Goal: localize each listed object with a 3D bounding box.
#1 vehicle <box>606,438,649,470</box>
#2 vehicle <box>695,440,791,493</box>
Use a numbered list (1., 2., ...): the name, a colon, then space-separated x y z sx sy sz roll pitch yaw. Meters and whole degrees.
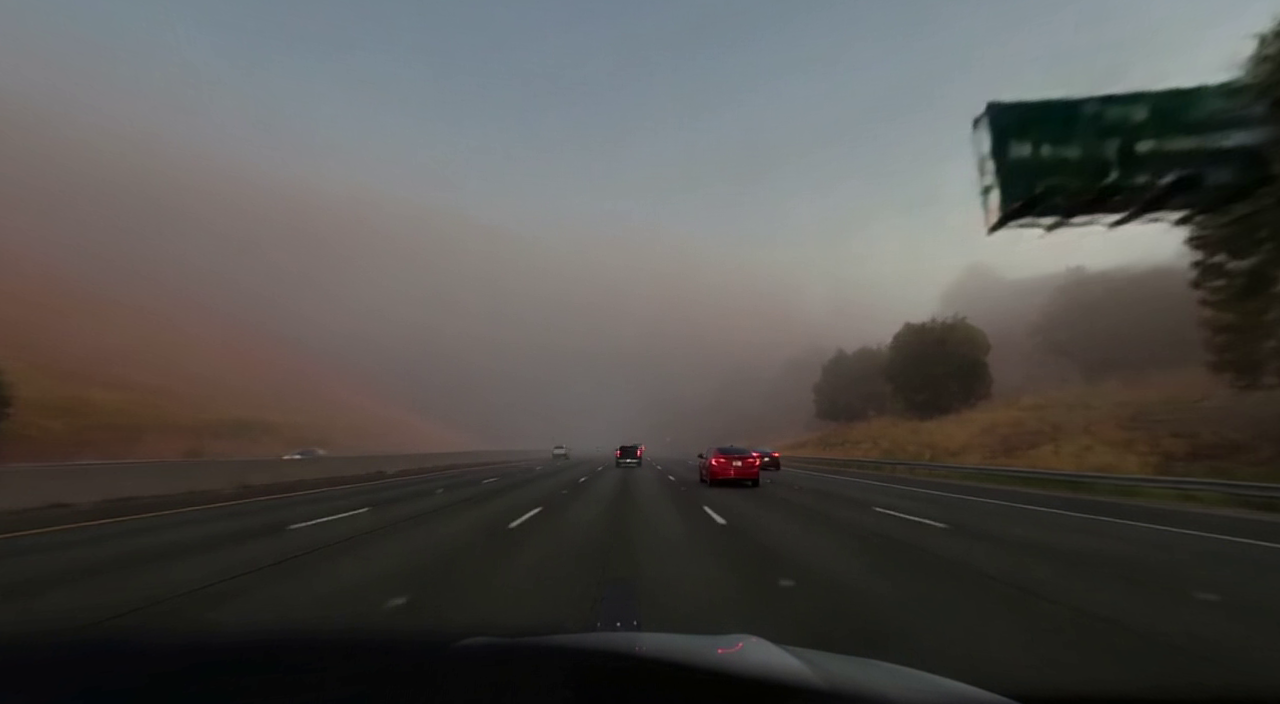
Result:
1. vehicle: -0.665 5.663 35.174 2.277 1.675 4.023 0 -8 -1
2. vehicle: 3.117 3.581 20.226 2.120 1.492 4.734 0 -8 -2
